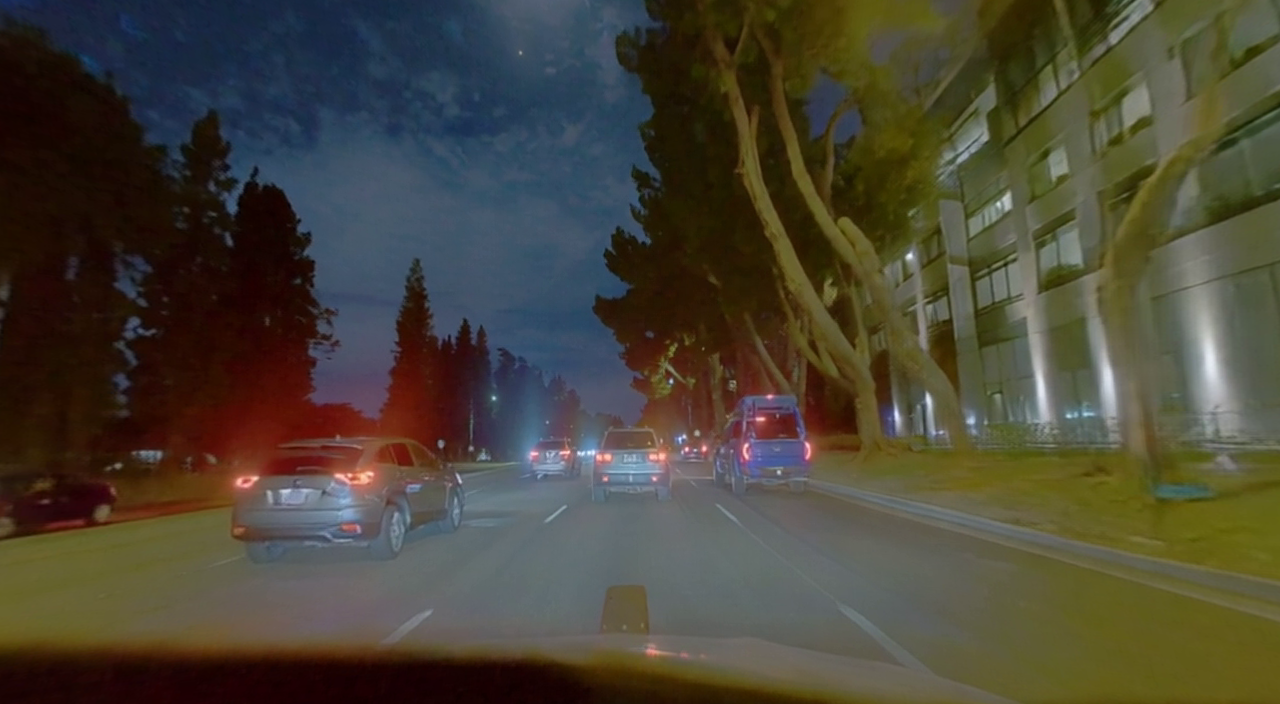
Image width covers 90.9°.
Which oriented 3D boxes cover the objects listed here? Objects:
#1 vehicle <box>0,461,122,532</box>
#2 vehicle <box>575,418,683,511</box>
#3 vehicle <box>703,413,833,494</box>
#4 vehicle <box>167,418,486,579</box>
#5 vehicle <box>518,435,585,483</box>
[{"bbox_3d":[-14.789,3.286,14.390,2.001,1.441,4.488,0,-8,2],"label":"vehicle"},{"bbox_3d":[-0.181,2.471,14.243,2.075,1.770,4.018,0,-8,1],"label":"vehicle"},{"bbox_3d":[3.581,3.045,19.206,2.655,2.054,6.098,0,-8,0],"label":"vehicle"},{"bbox_3d":[-3.780,1.840,8.821,1.959,1.614,4.676,0,-8,1],"label":"vehicle"},{"bbox_3d":[-3.261,4.014,23.904,1.894,1.642,3.861,0,-8,1],"label":"vehicle"}]
